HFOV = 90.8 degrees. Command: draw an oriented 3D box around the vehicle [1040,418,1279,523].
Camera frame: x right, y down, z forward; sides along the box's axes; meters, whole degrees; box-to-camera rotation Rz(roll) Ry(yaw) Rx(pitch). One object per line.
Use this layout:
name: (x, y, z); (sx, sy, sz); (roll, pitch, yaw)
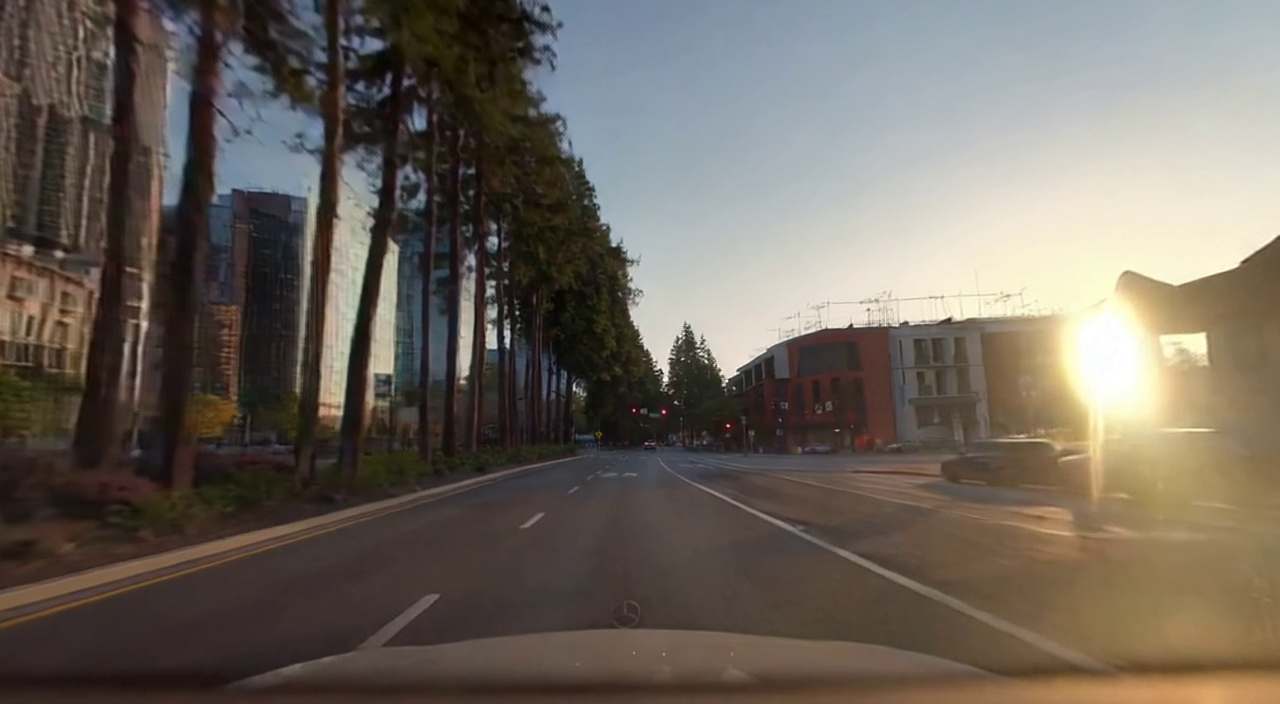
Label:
vehicle: (10.771, 2.326, 12.941); (1.947, 1.716, 4.861); (0, -8, 0)

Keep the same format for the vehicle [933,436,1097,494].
vehicle: (10.913, 3.310, 18.919); (2.043, 1.491, 4.627); (0, -8, 0)
